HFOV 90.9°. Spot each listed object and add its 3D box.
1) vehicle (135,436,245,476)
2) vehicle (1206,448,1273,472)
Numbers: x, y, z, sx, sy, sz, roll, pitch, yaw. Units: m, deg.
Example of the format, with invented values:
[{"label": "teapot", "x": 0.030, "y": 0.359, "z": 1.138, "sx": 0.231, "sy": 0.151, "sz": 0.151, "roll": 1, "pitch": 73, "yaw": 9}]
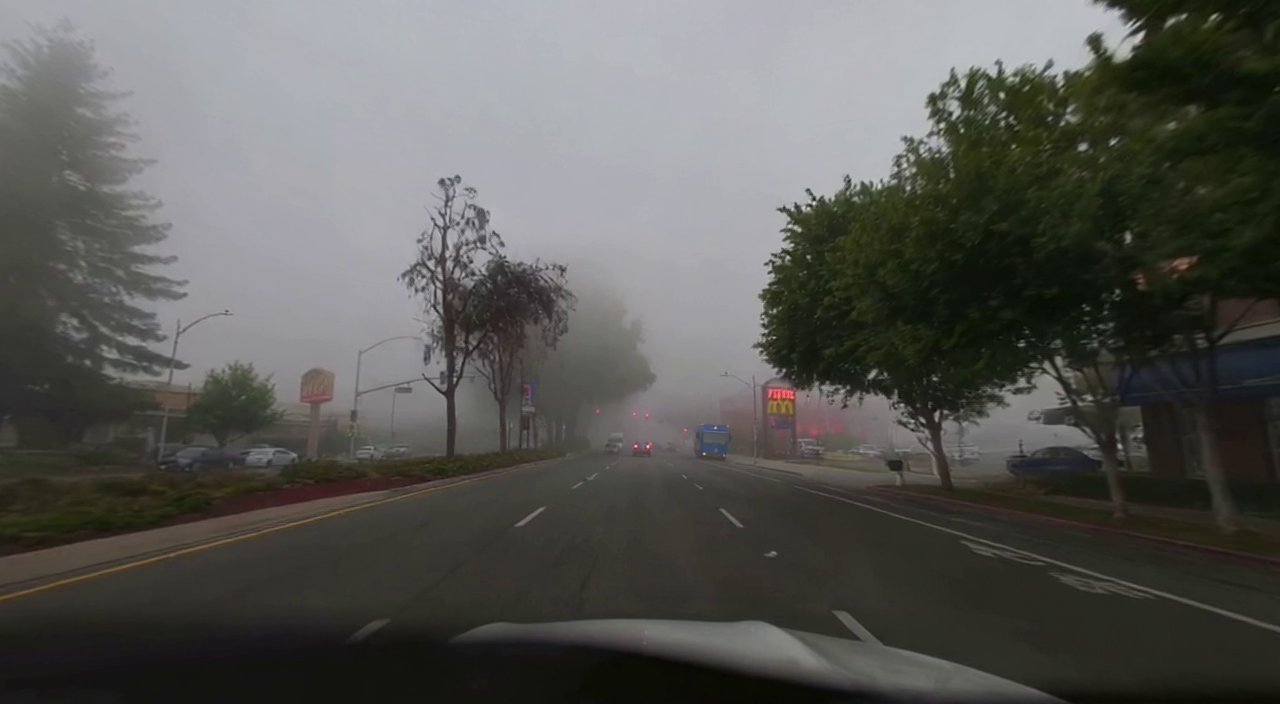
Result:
[{"label": "vehicle", "x": -22.349, "y": 5.184, "z": 31.620, "sx": 2.040, "sy": 1.788, "sz": 4.595, "roll": -1, "pitch": -9, "yaw": 1}, {"label": "vehicle", "x": 43.699, "y": 7.830, "z": 45.974, "sx": 4.422, "sy": 1.605, "sz": 2.036, "roll": 4, "pitch": -10, "yaw": -27}]
